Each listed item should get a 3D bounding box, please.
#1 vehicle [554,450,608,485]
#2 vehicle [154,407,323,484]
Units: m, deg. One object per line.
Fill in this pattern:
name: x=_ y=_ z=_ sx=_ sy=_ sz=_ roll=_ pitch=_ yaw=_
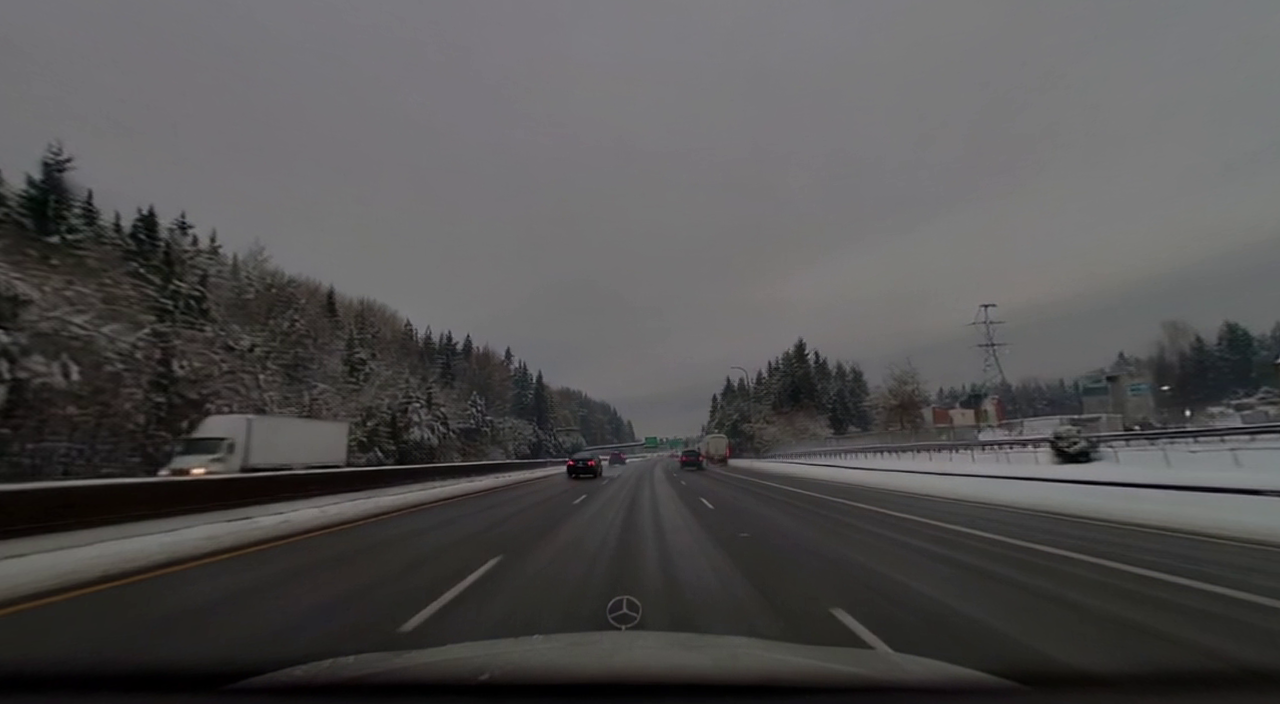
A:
vehicle: x=-2.699 y=5.402 z=29.753 sx=2.035 sy=1.513 sz=4.272 roll=0 pitch=-9 yaw=2
vehicle: x=-21.568 y=5.197 z=34.828 sx=2.929 sy=3.616 sz=9.320 roll=0 pitch=-9 yaw=2
